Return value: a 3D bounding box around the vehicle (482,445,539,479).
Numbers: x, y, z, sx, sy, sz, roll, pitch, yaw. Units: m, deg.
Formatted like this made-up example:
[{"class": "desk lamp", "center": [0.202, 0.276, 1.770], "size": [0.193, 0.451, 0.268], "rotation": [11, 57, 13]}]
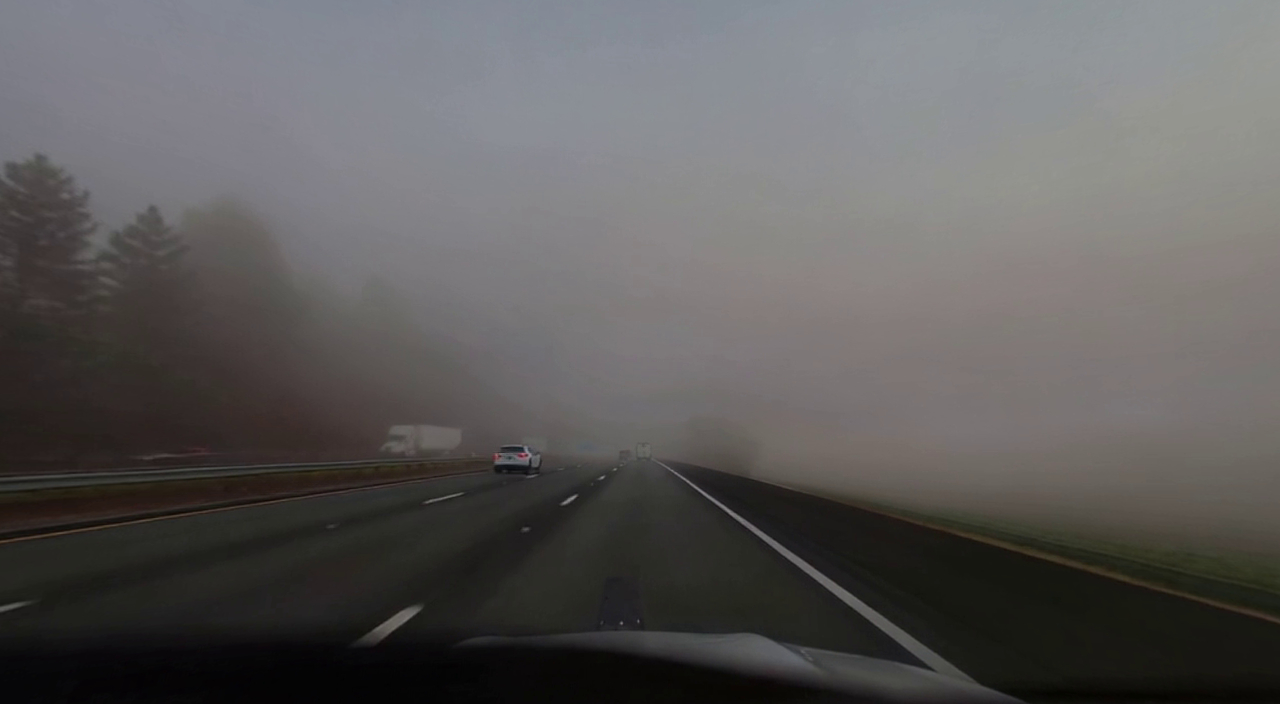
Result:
[{"class": "vehicle", "center": [-6.851, 5.832, 33.763], "size": [2.115, 1.664, 4.259], "rotation": [0, -9, 0]}]
